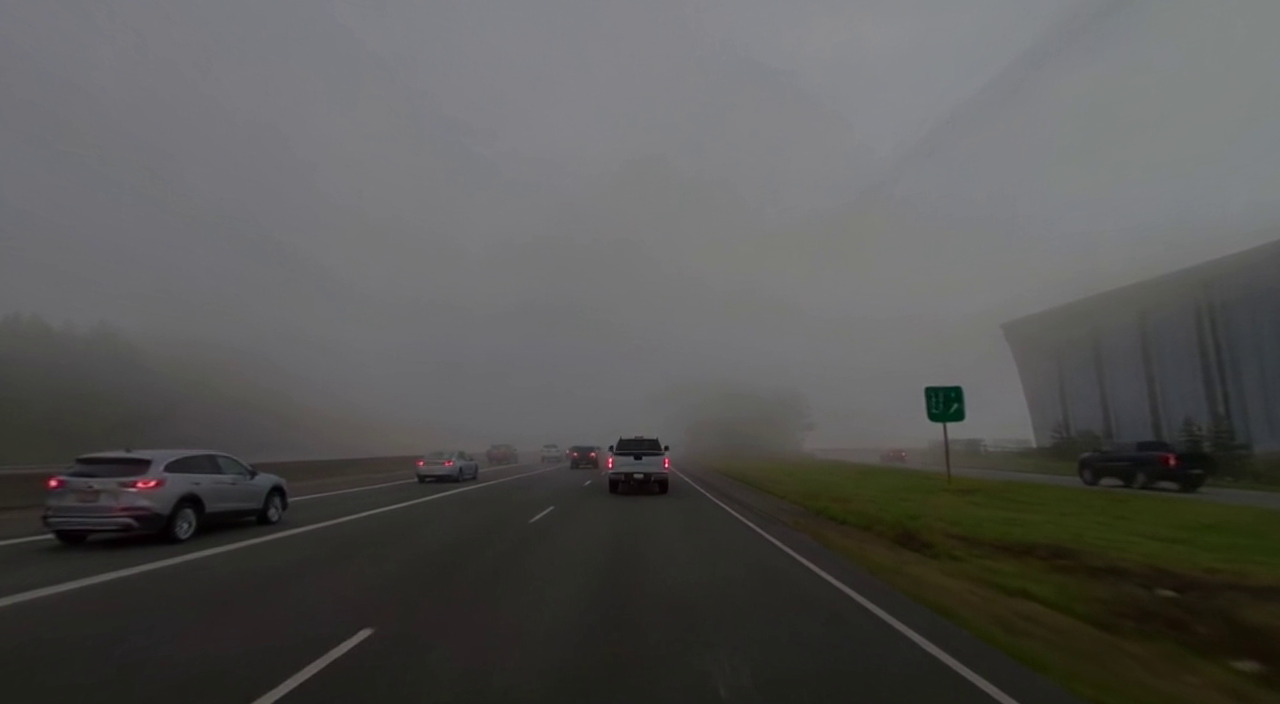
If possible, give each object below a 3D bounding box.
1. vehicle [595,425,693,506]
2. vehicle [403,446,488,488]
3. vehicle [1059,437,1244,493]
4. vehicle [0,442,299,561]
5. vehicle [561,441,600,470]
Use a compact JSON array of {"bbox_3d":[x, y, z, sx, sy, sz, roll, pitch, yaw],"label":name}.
[{"bbox_3d":[0.080,2.806,15.954,2.152,1.779,3.924,0,-9,0],"label":"vehicle"},{"bbox_3d":[-7.357,4.385,24.372,1.869,1.466,4.217,0,-9,1],"label":"vehicle"},{"bbox_3d":[15.280,3.391,19.292,1.918,1.472,4.782,-1,-9,4],"label":"vehicle"},{"bbox_3d":[-7.589,2.189,10.044,1.864,1.458,4.295,0,-9,0],"label":"vehicle"},{"bbox_3d":[-3.527,6.227,38.202,1.952,1.649,4.131,0,-9,1],"label":"vehicle"}]
